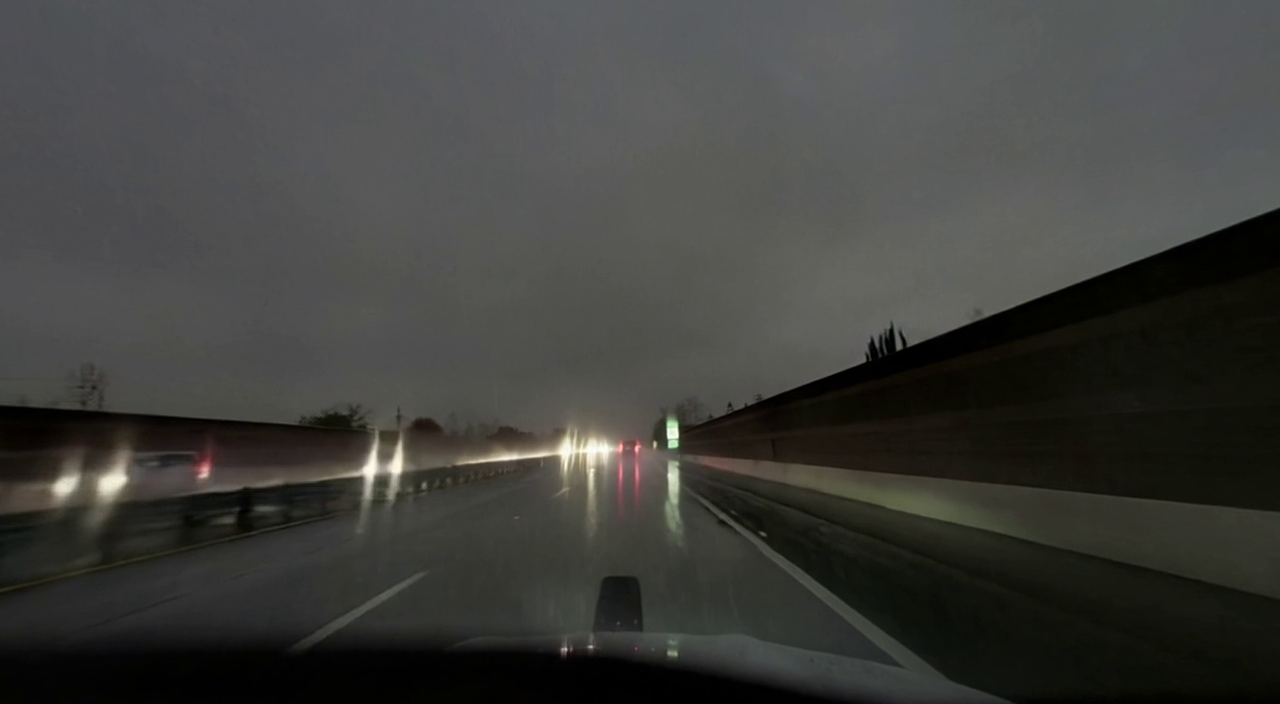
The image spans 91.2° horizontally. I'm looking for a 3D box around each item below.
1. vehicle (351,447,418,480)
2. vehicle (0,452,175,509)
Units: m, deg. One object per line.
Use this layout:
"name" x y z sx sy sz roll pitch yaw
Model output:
"vehicle" -12.959 5.659 32.032 1.882 1.550 4.112 0 -9 -4
"vehicle" -17.474 4.028 20.150 1.888 1.579 4.230 0 -9 -3
